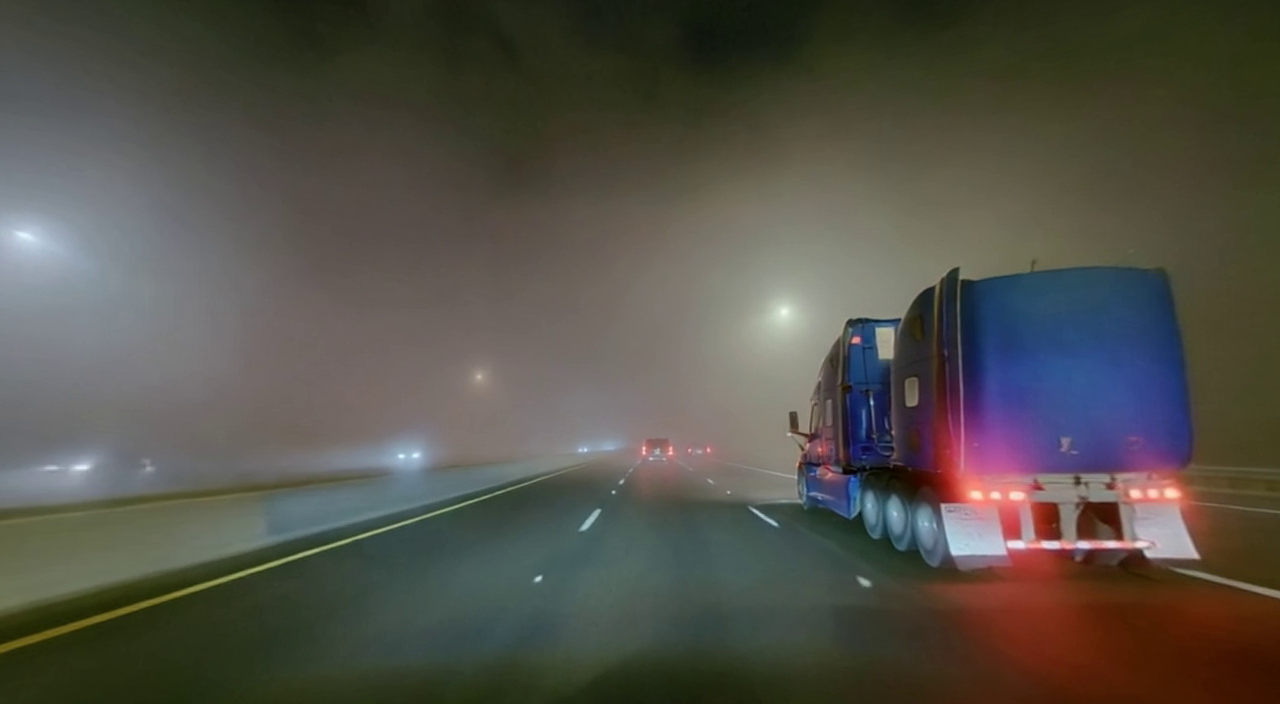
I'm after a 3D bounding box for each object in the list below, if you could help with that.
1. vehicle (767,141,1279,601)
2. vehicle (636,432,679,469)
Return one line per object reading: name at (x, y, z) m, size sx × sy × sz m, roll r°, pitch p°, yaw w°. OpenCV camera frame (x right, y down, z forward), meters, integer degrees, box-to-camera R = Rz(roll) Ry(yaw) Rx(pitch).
vehicle at (4.323, 0.696, 9.755) m, size 3.030 × 3.985 × 8.655 m, roll -1°, pitch -8°, yaw 1°
vehicle at (0.931, 5.393, 34.637) m, size 2.205 × 1.860 × 4.301 m, roll -1°, pitch -8°, yaw 1°
